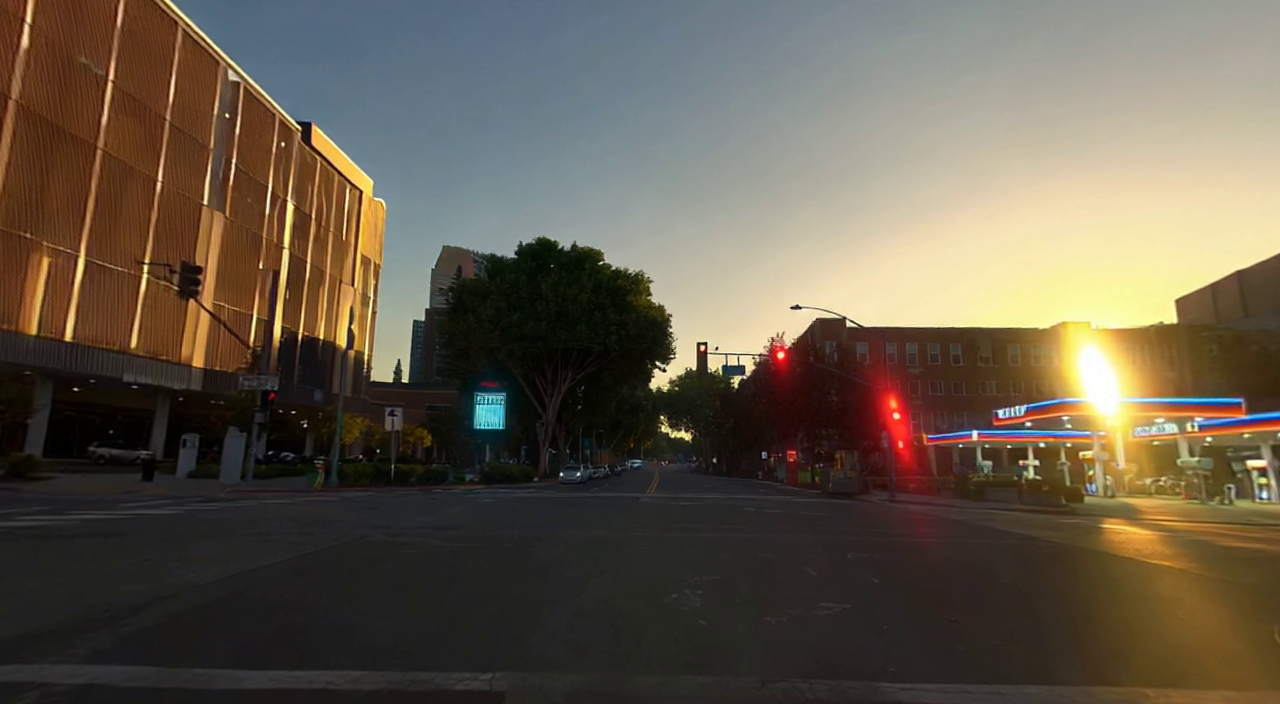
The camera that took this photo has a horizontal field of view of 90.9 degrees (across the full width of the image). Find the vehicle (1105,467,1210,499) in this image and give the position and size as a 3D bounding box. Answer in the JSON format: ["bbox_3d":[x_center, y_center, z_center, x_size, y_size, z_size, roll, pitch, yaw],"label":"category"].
[{"bbox_3d":[28.028,7.072,34.347,1.897,1.466,4.211,1,-8,-6],"label":"vehicle"}]
